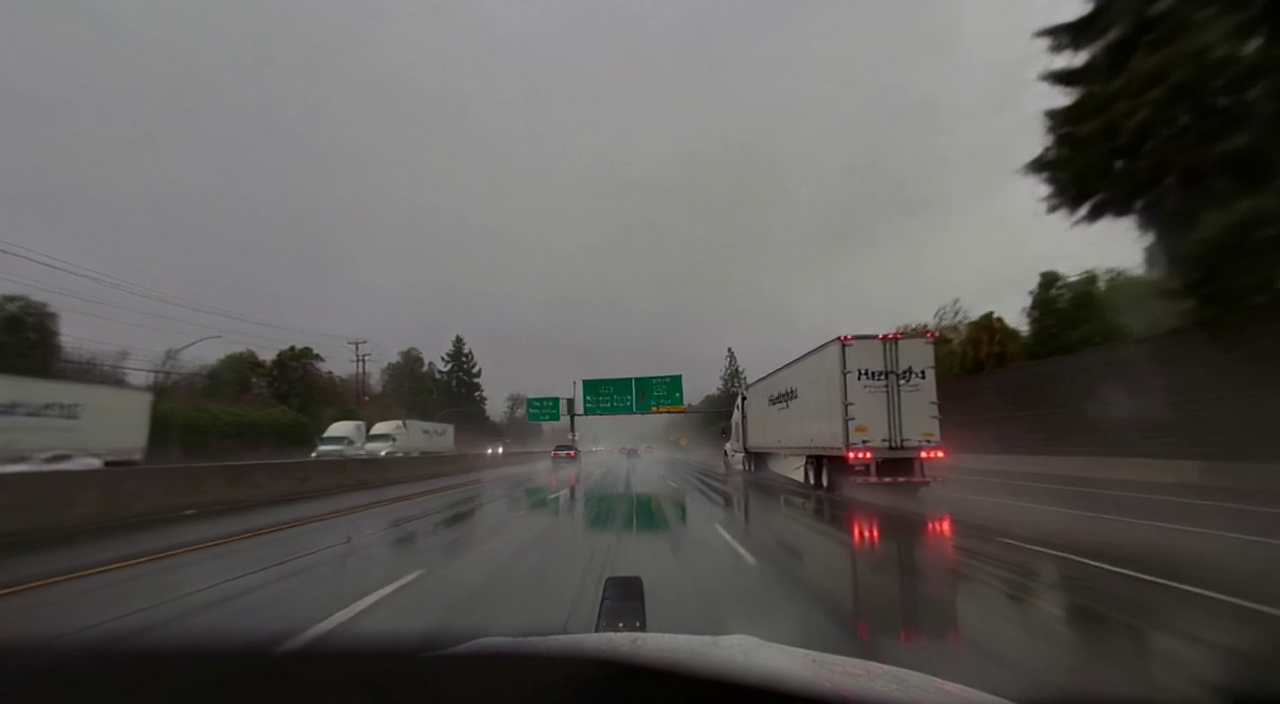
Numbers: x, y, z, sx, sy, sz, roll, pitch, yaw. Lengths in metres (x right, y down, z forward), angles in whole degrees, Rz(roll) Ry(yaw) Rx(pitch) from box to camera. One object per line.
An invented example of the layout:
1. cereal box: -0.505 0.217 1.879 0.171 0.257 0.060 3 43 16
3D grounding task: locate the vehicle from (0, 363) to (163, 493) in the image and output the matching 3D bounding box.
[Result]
1. vehicle: -21.259 2.124 17.903 2.891 3.973 16.377 -1 -9 0

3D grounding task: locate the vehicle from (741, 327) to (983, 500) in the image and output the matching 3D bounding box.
1. vehicle: 6.609 2.648 23.209 2.919 4.195 15.833 0 -9 -1

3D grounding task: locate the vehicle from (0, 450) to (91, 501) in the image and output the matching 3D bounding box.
1. vehicle: -17.816 3.483 17.954 1.449 1.325 3.238 -1 -9 0

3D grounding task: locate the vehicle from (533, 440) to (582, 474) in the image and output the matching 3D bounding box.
1. vehicle: -4.316 5.540 33.608 2.027 1.651 4.099 -1 -9 0

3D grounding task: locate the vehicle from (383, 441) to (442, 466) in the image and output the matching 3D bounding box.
1. vehicle: -17.660 7.896 49.367 2.410 1.798 6.090 -1 -9 0

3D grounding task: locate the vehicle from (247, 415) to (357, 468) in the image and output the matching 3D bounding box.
1. vehicle: -25.212 6.854 47.941 3.102 3.541 9.922 0 -9 -2

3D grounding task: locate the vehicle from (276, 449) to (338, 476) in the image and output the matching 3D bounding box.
1. vehicle: -17.908 5.948 34.103 1.474 1.345 3.253 -1 -9 1
